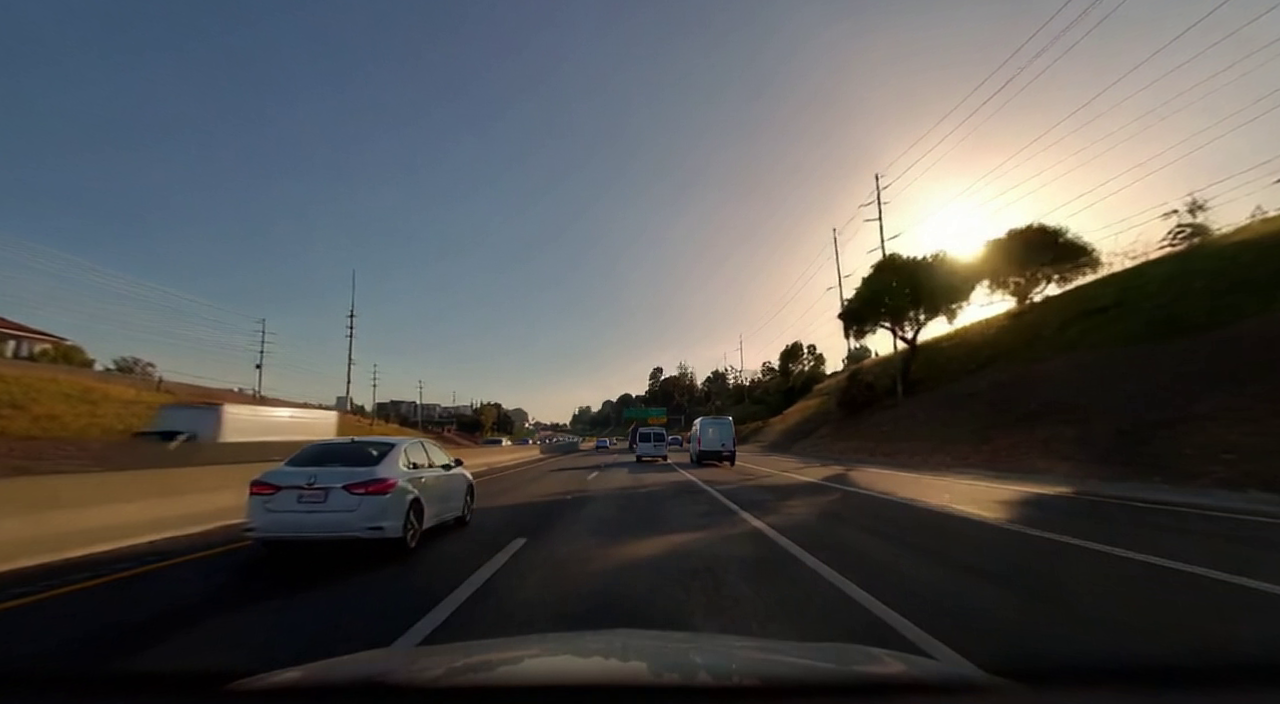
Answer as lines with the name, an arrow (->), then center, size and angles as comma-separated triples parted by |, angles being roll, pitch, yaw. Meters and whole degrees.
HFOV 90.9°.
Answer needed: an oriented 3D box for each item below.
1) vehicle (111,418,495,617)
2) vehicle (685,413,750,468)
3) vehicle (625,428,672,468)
vehicle -> -3.041, 1.531, 6.928 | 1.890, 1.490, 4.202 | 0, -8, 0
vehicle -> 3.658, 4.299, 30.840 | 2.348, 2.429, 5.172 | 0, -8, -2
vehicle -> 0.367, 4.681, 31.068 | 2.159, 1.811, 4.238 | 0, -8, -1
